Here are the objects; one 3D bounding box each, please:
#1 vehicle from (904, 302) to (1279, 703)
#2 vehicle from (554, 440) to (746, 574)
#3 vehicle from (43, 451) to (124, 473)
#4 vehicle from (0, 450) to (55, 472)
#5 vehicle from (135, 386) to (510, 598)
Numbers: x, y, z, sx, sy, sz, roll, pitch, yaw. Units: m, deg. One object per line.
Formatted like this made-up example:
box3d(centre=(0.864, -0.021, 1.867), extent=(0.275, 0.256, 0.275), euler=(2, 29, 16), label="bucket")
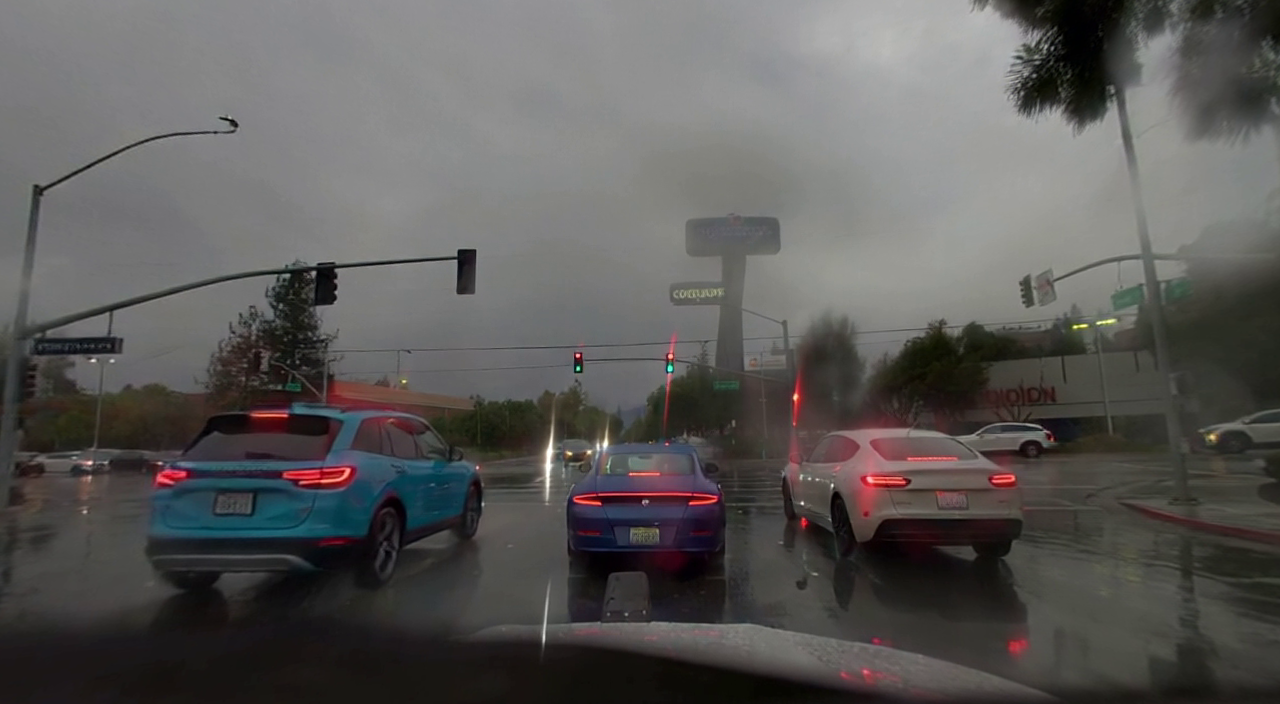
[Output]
box3d(centre=(3.107, 0.805, 2.519), extent=(2.143, 1.759, 4.531), euler=(0, -8, 0), label="vehicle")
box3d(centre=(0.117, 1.870, 8.387), extent=(1.945, 1.343, 3.827), euler=(0, -8, 0), label="vehicle")
box3d(centre=(-41.284, 8.156, 46.792), extent=(4.195, 1.533, 1.752), euler=(0, -8, -3), label="vehicle")
box3d(centre=(-46.170, 7.955, 46.161), extent=(4.545, 1.558, 1.833), euler=(0, -8, -4), label="vehicle")
box3d(centre=(-3.200, 1.544, 7.831), extent=(2.061, 1.781, 4.842), euler=(0, -8, 1), label="vehicle")
